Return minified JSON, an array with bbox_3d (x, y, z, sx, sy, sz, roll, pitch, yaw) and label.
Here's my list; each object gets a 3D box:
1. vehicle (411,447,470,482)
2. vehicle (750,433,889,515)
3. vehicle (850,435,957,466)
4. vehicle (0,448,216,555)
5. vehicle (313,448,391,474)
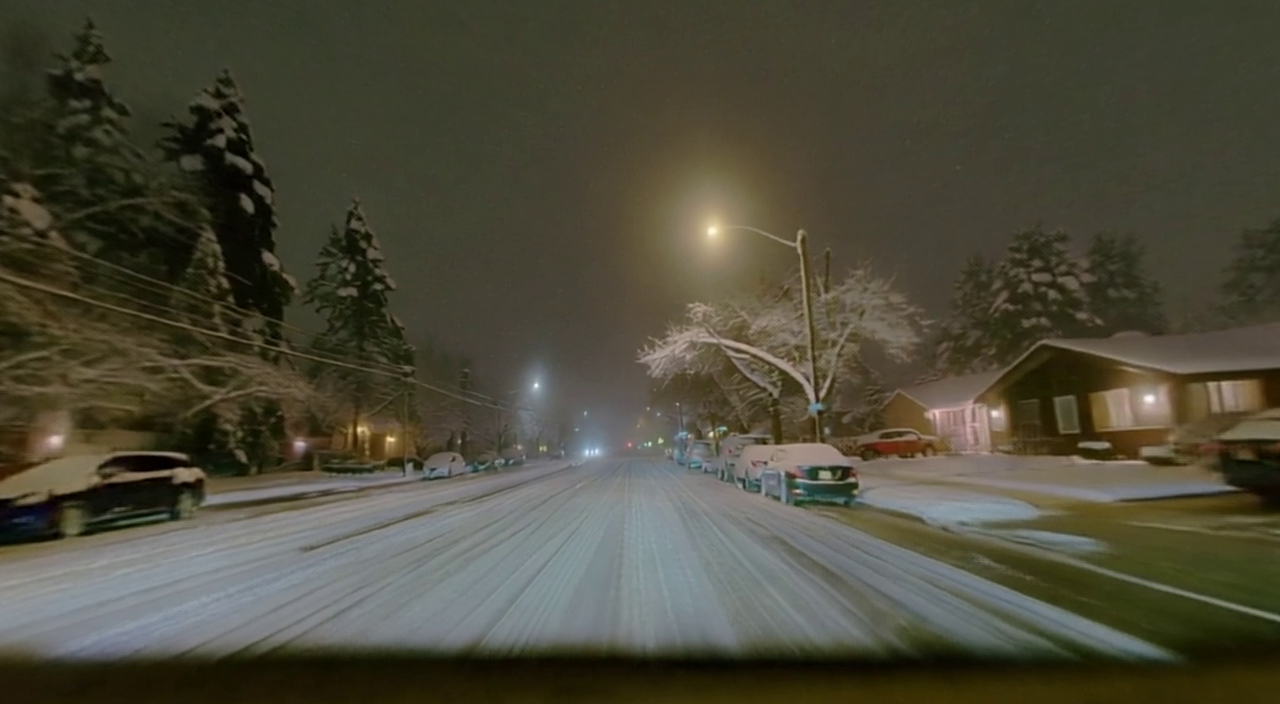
[{"bbox_3d":[-10.909,6.225,34.884,1.964,1.667,4.217,-3,-10,-1],"label":"vehicle"},{"bbox_3d":[4.072,2.844,15.192,2.007,1.657,4.362,0,-9,-1],"label":"vehicle"},{"bbox_3d":[12.420,4.659,29.950,4.285,1.434,1.740,0,-9,0],"label":"vehicle"},{"bbox_3d":[-10.921,2.771,12.522,2.091,1.717,4.392,0,-9,-3],"label":"vehicle"},{"bbox_3d":[-19.916,7.535,43.831,4.359,1.727,2.029,0,-9,-2],"label":"vehicle"}]
